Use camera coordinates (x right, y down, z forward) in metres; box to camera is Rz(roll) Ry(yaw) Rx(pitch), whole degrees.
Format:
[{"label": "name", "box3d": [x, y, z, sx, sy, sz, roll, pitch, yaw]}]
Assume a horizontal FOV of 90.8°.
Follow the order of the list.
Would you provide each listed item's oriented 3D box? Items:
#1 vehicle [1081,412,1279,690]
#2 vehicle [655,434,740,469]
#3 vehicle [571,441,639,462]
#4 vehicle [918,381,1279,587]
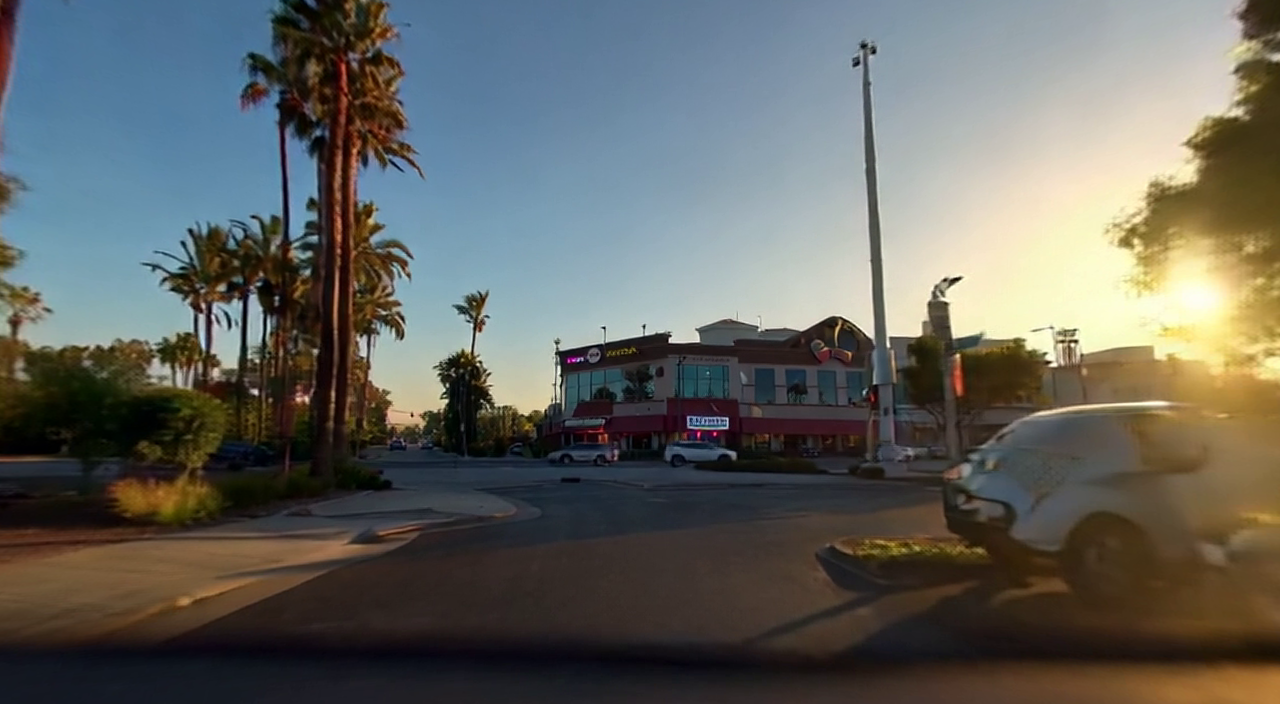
[{"label": "vehicle", "box3d": [5.824, 1.128, 3.992, 4.742, 1.506, 1.919, 0, -7, -5]}, {"label": "vehicle", "box3d": [2.954, 5.238, 33.209, 4.211, 1.756, 2.158, 0, -9, -2]}, {"label": "vehicle", "box3d": [-2.491, 7.278, 46.125, 4.850, 1.472, 1.777, 0, -9, -1]}, {"label": "vehicle", "box3d": [5.883, 1.368, 6.990, 4.656, 1.886, 1.915, 0, -9, -3]}]
